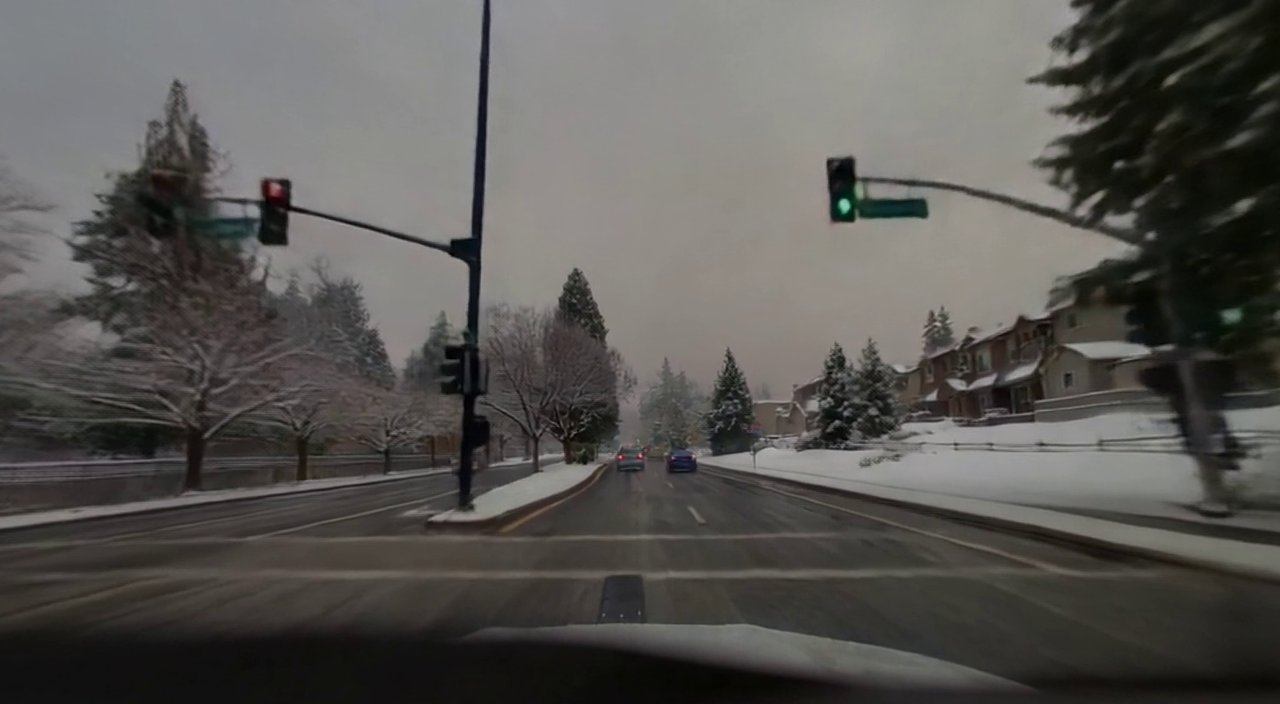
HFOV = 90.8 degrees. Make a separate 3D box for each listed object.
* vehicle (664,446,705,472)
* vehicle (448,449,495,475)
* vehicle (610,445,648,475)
[{"bbox_3d":[2.689,6.572,39.047,2.057,1.496,4.401,0,-9,-2],"label":"vehicle"},{"bbox_3d":[-11.832,7.723,44.592,2.107,1.684,4.707,0,-9,-1],"label":"vehicle"},{"bbox_3d":[-0.611,5.985,35.230,2.018,1.511,3.993,0,-9,-1],"label":"vehicle"}]
